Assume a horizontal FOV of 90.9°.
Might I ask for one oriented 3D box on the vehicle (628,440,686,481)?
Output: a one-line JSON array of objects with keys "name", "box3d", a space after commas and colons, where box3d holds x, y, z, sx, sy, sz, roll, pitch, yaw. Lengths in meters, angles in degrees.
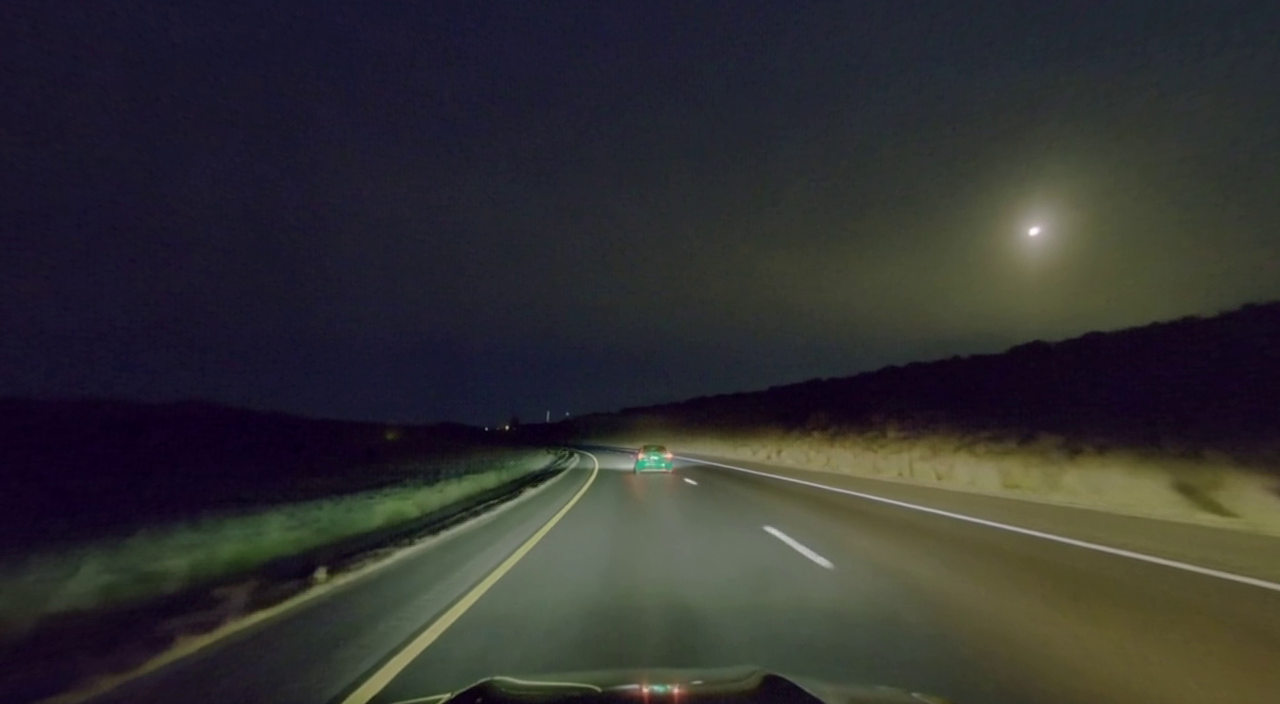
[{"name": "vehicle", "box3d": [0.575, 4.321, 25.347, 2.029, 1.474, 4.183, 0, -9, -2]}]
